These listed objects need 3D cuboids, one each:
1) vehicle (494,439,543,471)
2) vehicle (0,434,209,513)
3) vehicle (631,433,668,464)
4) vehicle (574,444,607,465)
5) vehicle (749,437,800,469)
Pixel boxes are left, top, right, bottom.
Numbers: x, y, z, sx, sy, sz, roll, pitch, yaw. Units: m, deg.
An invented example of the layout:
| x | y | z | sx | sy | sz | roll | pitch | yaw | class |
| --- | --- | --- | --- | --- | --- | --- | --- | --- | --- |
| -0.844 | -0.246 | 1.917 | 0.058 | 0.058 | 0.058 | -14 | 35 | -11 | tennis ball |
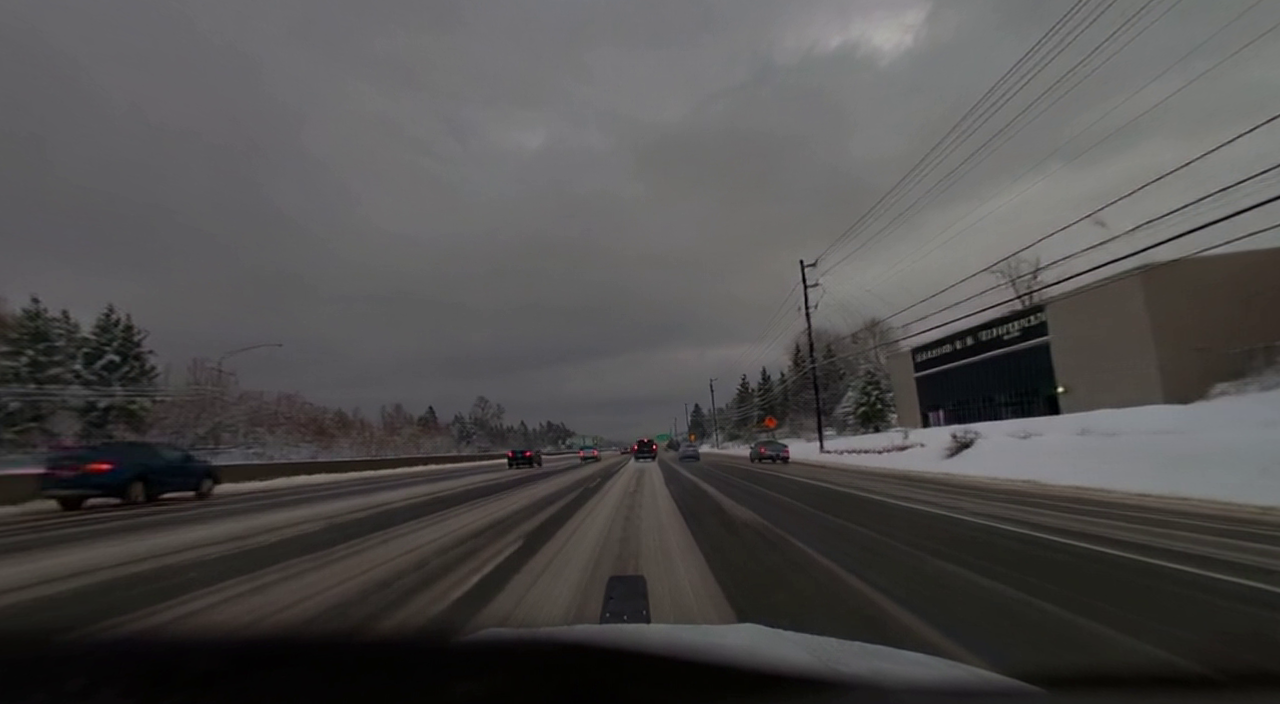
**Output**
| x | y | z | sx | sy | sz | roll | pitch | yaw | class |
| --- | --- | --- | --- | --- | --- | --- | --- | --- | --- |
| -7.145 | 6.119 | 37.603 | 2.007 | 1.732 | 4.395 | 0 | -8 | 1 | vehicle |
| -14.686 | 3.226 | 17.390 | 2.149 | 1.846 | 4.713 | -1 | -8 | 1 | vehicle |
| 0.683 | 7.354 | 48.150 | 2.622 | 2.208 | 5.320 | 0 | -8 | 0 | vehicle |
| -3.530 | 7.415 | 45.711 | 1.979 | 1.469 | 4.378 | 0 | -8 | 1 | vehicle |
| 7.586 | 5.747 | 35.974 | 1.937 | 1.698 | 4.322 | 0 | -8 | -1 | vehicle |
